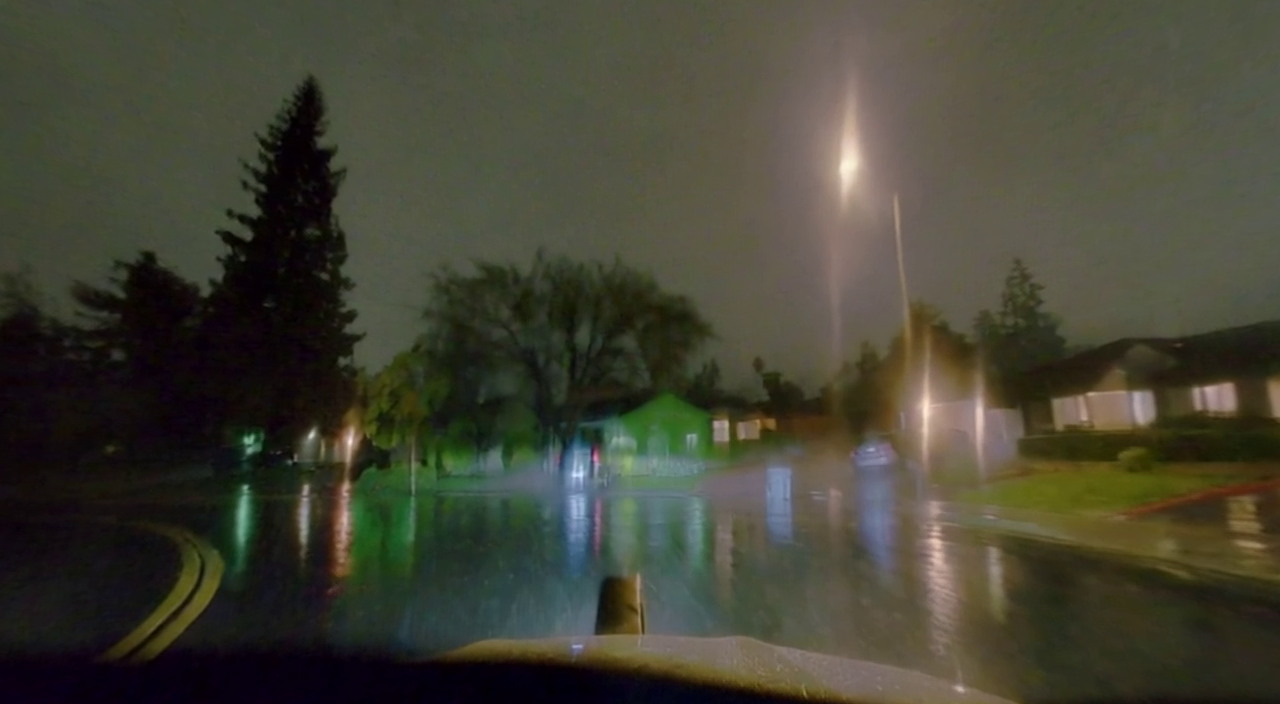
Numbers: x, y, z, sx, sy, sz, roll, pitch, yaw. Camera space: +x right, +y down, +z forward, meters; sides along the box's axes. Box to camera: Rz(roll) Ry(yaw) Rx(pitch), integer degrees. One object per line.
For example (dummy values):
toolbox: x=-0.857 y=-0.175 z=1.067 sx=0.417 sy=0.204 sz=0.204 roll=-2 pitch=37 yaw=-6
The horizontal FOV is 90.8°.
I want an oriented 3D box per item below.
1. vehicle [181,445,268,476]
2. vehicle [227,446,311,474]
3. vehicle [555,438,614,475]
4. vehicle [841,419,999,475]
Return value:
vehicle: x=-23.626 y=6.160 z=36.158 sx=2.042 sy=1.633 sz=4.132 roll=0 pitch=-9 yaw=2
vehicle: x=-20.974 y=6.093 z=35.946 sx=1.933 sy=1.477 sz=4.361 roll=-1 pitch=-9 yaw=4
vehicle: x=-2.445 y=4.727 z=28.955 sx=1.819 sy=1.442 sz=4.329 roll=-1 pitch=-6 yaw=7
vehicle: x=9.387 y=3.122 z=21.141 sx=4.799 sy=1.451 sz=2.144 roll=0 pitch=-8 yaw=-27
